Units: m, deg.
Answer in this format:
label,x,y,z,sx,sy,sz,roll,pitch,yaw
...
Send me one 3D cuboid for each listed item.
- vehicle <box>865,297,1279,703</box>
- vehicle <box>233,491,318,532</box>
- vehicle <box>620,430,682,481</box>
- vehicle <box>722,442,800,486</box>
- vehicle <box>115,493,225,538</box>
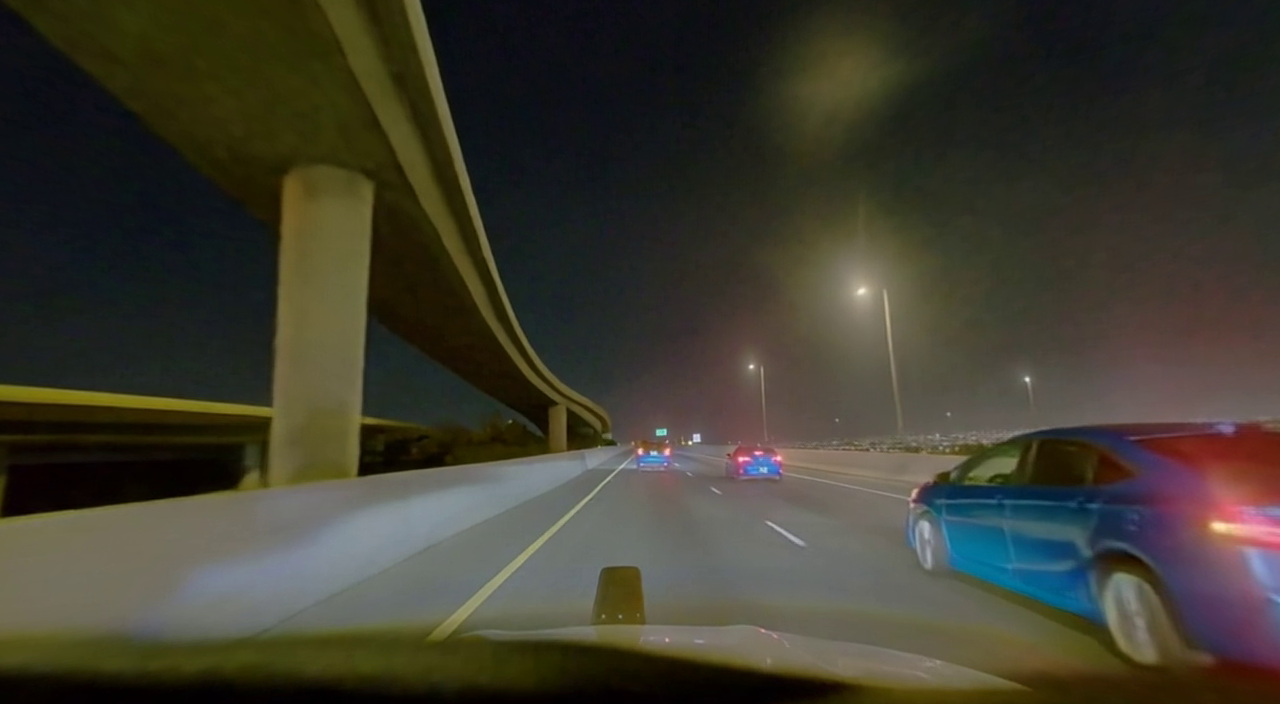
label,x,y,z,sx,sy,sz,roll,pitch,yaw
vehicle,4.050,1.117,5.002,2.404,2.014,5.655,0,-9,0
vehicle,-18.991,8.294,33.071,1.939,1.689,4.298,1,-9,-2
vehicle,0.421,4.156,25.423,2.264,1.841,4.583,0,-9,0
vehicle,4.463,4.208,23.918,2.047,1.500,4.017,1,-9,-2
vehicle,-22.789,7.907,30.828,1.920,1.675,4.655,1,-9,-2
